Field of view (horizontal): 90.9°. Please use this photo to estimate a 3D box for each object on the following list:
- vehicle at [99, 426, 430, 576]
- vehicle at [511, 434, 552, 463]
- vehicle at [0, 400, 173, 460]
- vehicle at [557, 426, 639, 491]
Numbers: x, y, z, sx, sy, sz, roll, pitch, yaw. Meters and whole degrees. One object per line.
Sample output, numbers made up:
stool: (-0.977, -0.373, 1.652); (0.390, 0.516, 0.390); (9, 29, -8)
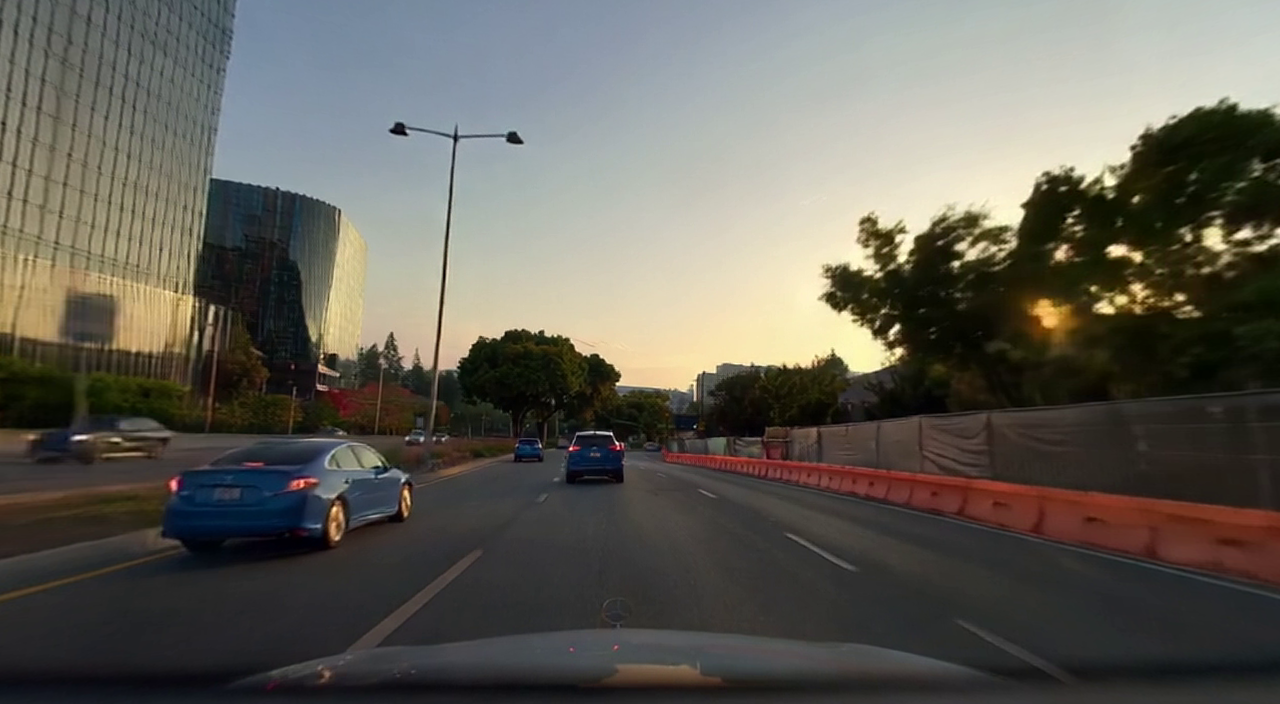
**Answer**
vehicle: (-4.250, 1.686, 8.056); (1.848, 1.406, 4.013); (0, -8, -2)
vehicle: (-5.980, 5.337, 35.019); (1.888, 1.486, 4.310); (1, -8, -5)
vehicle: (-18.969, 2.734, 21.782); (1.974, 1.822, 4.999); (0, -8, -4)
vehicle: (-1.061, 2.753, 16.653); (1.913, 1.499, 3.581); (0, -8, -2)
